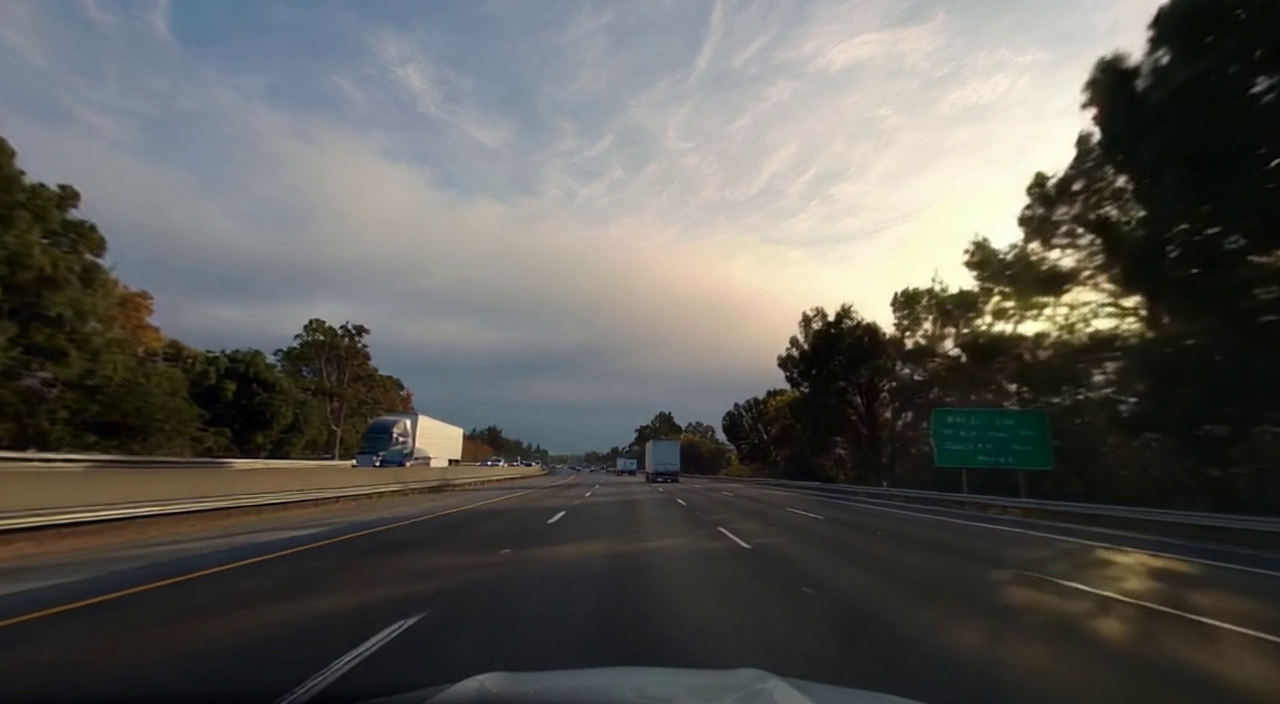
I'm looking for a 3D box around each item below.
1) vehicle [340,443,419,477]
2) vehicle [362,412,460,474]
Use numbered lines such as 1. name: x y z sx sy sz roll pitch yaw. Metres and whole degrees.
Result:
1. vehicle: -12.189 5.151 29.818 1.949 1.465 4.211 1 -10 -1
2. vehicle: -17.069 7.253 48.535 2.843 4.003 14.134 1 -10 -2
